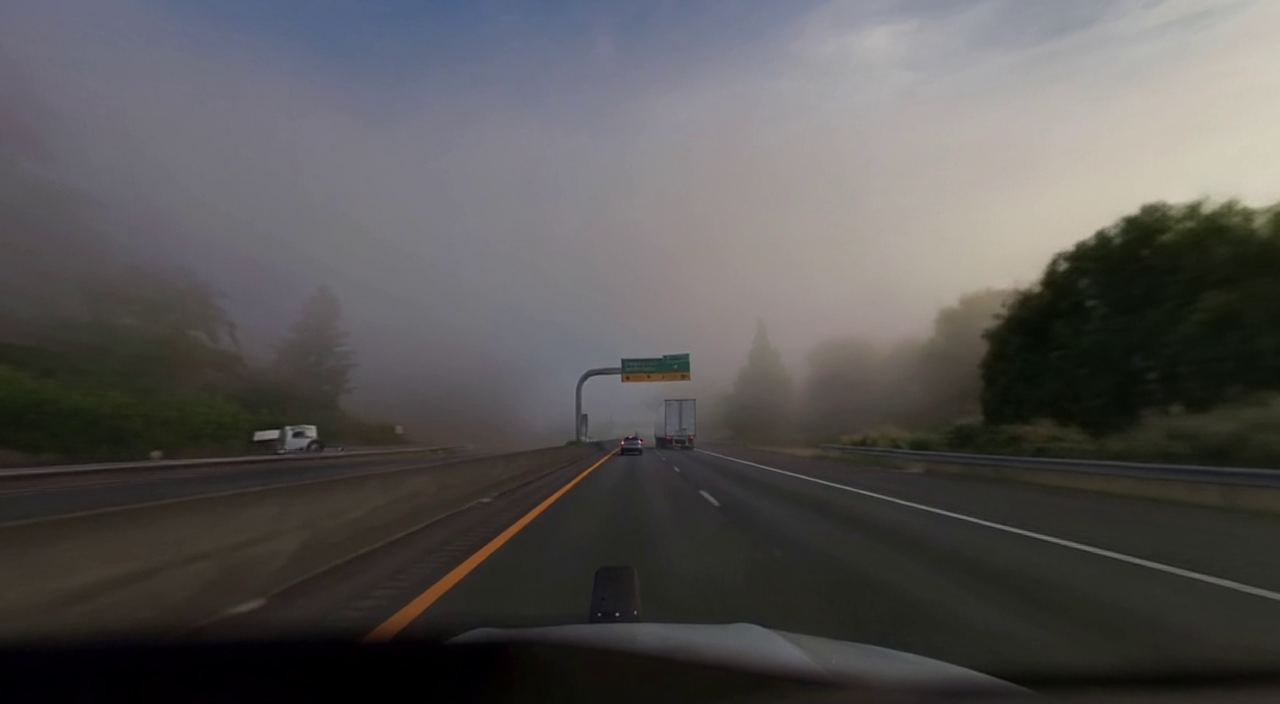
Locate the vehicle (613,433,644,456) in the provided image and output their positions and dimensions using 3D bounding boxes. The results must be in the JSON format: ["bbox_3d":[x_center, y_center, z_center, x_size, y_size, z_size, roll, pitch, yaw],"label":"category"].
[{"bbox_3d":[-0.803,6.559,44.870,2.095,1.557,3.963,0,-8,-1],"label":"vehicle"}]
